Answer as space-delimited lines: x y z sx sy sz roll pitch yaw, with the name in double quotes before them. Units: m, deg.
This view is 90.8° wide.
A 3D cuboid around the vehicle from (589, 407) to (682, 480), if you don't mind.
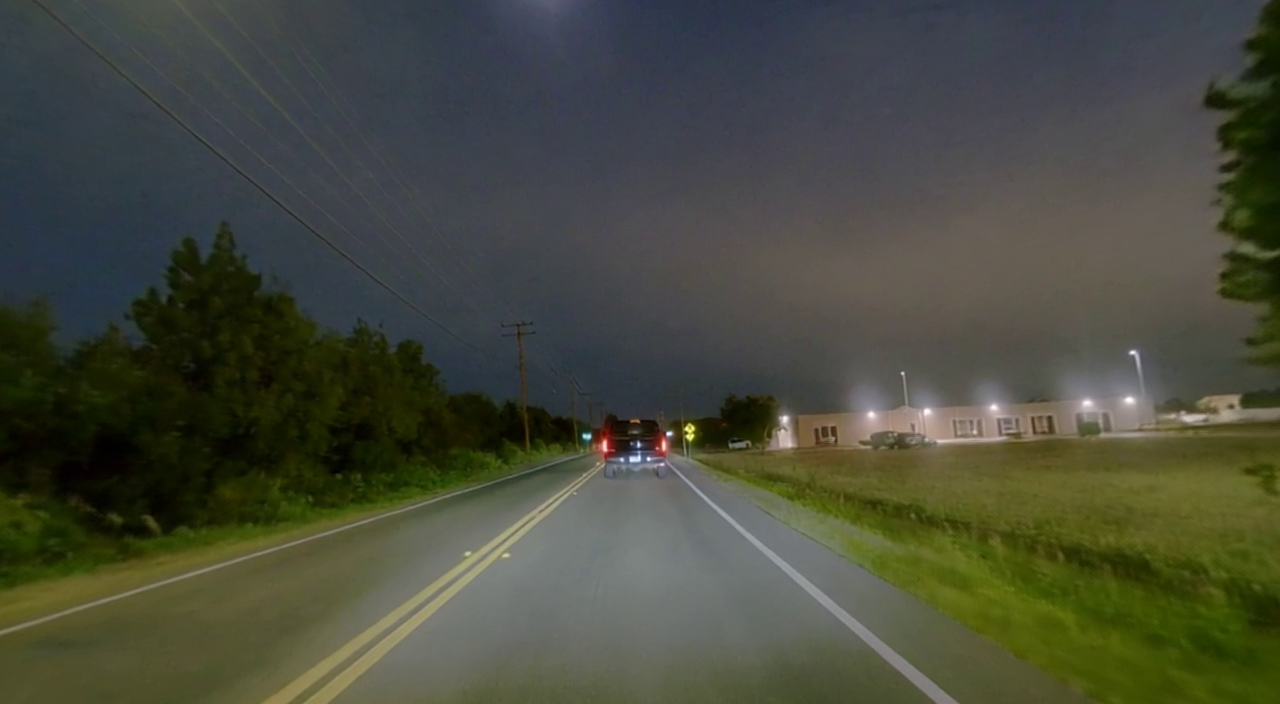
"vehicle" -0.230 3.482 24.180 3.021 2.326 7.410 0 -8 -1
